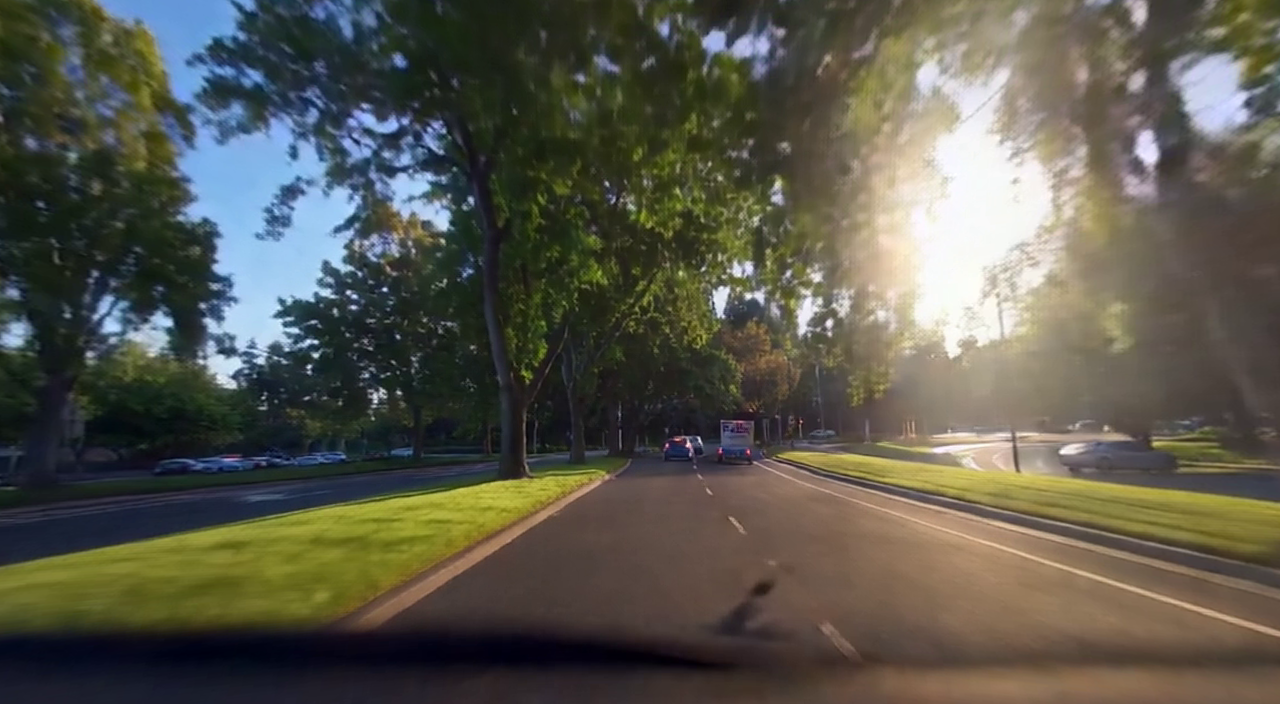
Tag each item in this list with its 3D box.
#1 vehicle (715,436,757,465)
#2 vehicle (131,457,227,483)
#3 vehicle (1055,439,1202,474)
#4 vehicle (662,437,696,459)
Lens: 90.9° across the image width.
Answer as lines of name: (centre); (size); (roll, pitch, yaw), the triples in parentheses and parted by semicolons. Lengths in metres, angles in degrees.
vehicle: (5.297, 5.460, 35.177); (1.989, 1.497, 4.436); (-1, -9, 5)
vehicle: (-27.188, 6.975, 37.301); (4.275, 1.430, 1.878); (-1, -9, 4)
vehicle: (21.003, 4.506, 27.292); (4.627, 1.418, 1.800); (-1, -9, 7)
vehicle: (2.837, 6.827, 44.790); (2.066, 1.482, 4.273); (-1, -9, 8)
